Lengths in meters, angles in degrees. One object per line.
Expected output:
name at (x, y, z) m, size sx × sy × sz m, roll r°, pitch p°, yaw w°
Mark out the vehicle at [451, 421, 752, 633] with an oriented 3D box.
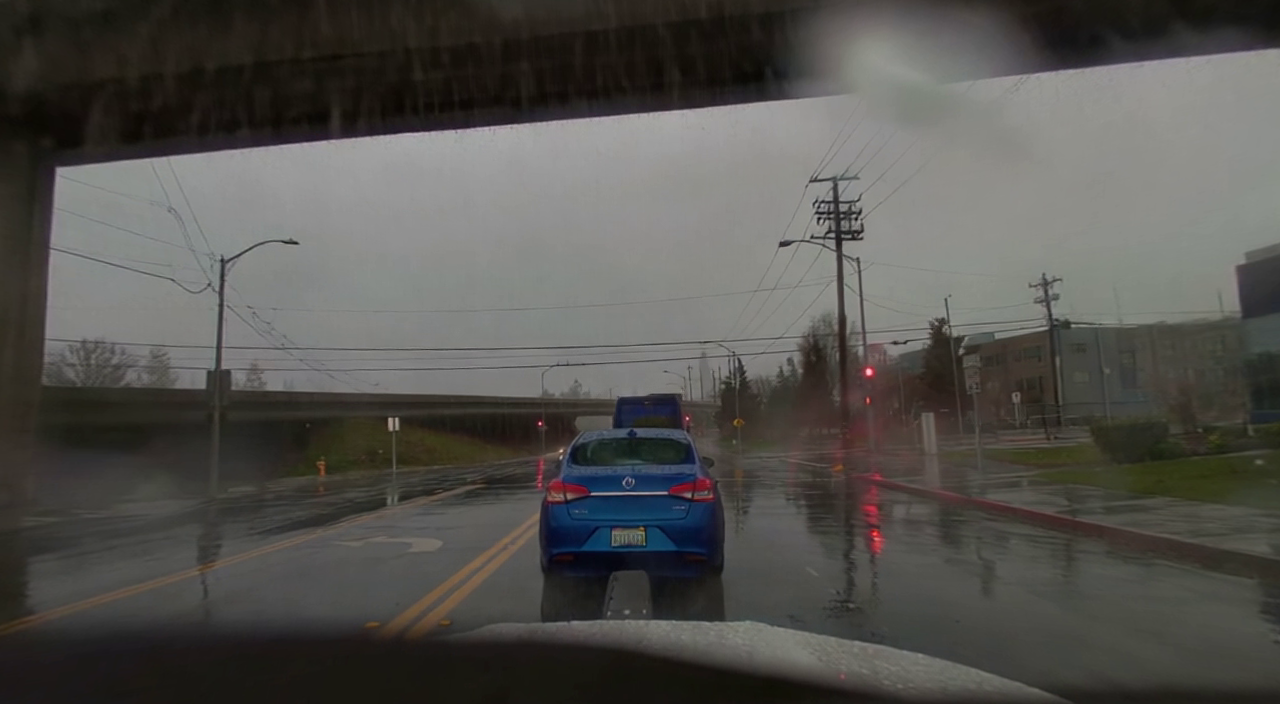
vehicle at (-0.232, 1.527, 6.472) m, size 2.090 × 1.458 × 4.033 m, roll -1°, pitch -9°, yaw 1°
